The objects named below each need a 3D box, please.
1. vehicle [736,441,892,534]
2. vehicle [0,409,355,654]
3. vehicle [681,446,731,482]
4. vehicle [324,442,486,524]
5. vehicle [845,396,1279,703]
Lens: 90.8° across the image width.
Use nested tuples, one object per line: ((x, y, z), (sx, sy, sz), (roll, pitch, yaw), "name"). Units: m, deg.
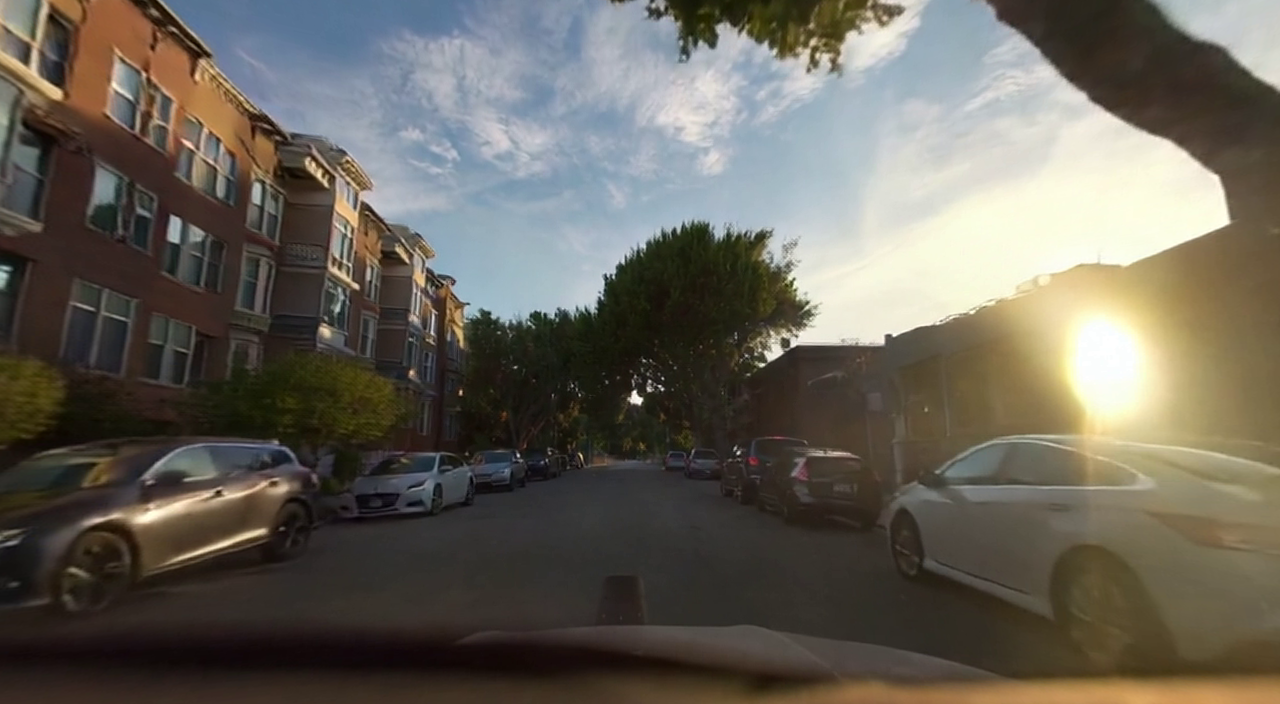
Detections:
((3.536, 2.831, 13.970), (1.988, 1.652, 5.017), (0, -9, 0), "vehicle")
((-5.600, 1.684, 7.209), (2.222, 1.735, 5.215), (0, -9, 1), "vehicle")
((3.652, 6.261, 35.691), (2.137, 1.848, 4.953), (0, -9, -2), "vehicle")
((-5.765, 3.244, 16.407), (2.256, 1.590, 5.488), (-3, -8, -2), "vehicle")
((3.751, 1.422, 5.317), (2.187, 1.699, 5.038), (0, -9, -2), "vehicle")
